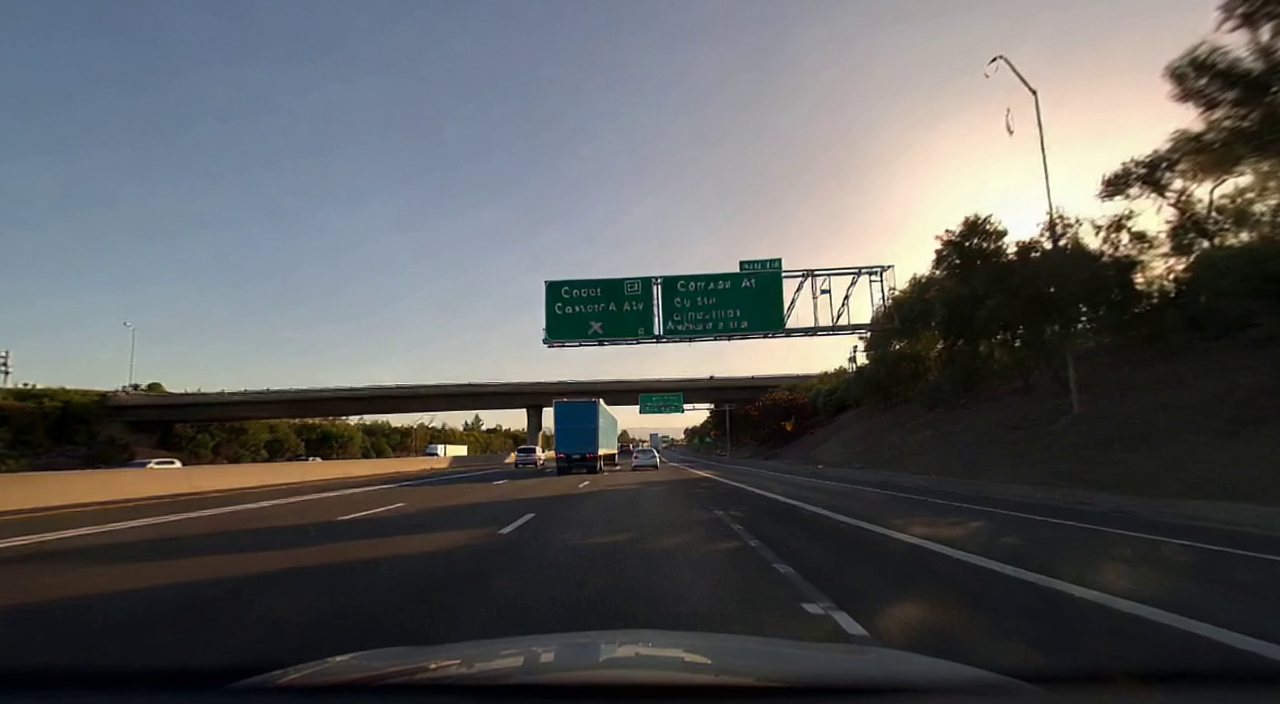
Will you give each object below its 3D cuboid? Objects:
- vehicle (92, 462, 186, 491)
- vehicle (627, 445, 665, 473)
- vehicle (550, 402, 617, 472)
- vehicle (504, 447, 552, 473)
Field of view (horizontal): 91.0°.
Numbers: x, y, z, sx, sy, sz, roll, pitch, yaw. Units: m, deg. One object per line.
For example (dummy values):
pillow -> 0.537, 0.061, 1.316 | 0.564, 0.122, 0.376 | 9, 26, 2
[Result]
vehicle -> -31.547, 7.808, 39.850 | 1.995, 1.611, 4.703 | -1, -9, 2
vehicle -> 0.342, 6.129, 36.215 | 2.066, 1.469, 4.050 | 0, -9, 1
vehicle -> -3.402, 5.687, 41.565 | 3.053, 3.948, 11.288 | -1, -9, 2
vehicle -> -6.914, 6.708, 39.259 | 1.996, 1.495, 4.671 | -1, -9, 2
